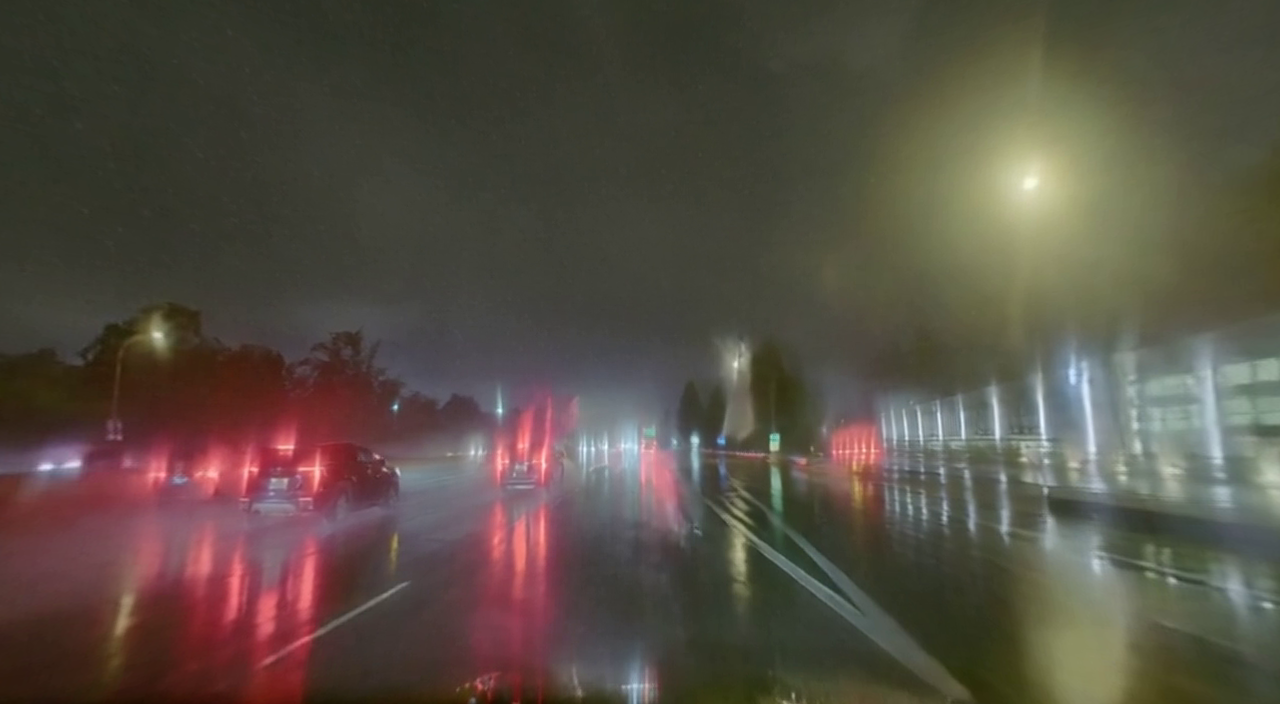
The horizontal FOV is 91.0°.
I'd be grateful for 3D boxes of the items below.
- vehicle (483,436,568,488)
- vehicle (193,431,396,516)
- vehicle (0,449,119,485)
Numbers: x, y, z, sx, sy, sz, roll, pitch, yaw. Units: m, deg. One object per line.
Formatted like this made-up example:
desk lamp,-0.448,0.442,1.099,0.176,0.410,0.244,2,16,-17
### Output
vehicle,-4.020,3.958,22.963,2.158,1.717,4.375,0,-9,2
vehicle,-7.744,2.753,14.786,2.071,1.661,4.540,0,-9,1
vehicle,-27.322,5.294,29.347,1.885,1.530,4.800,0,-9,0
